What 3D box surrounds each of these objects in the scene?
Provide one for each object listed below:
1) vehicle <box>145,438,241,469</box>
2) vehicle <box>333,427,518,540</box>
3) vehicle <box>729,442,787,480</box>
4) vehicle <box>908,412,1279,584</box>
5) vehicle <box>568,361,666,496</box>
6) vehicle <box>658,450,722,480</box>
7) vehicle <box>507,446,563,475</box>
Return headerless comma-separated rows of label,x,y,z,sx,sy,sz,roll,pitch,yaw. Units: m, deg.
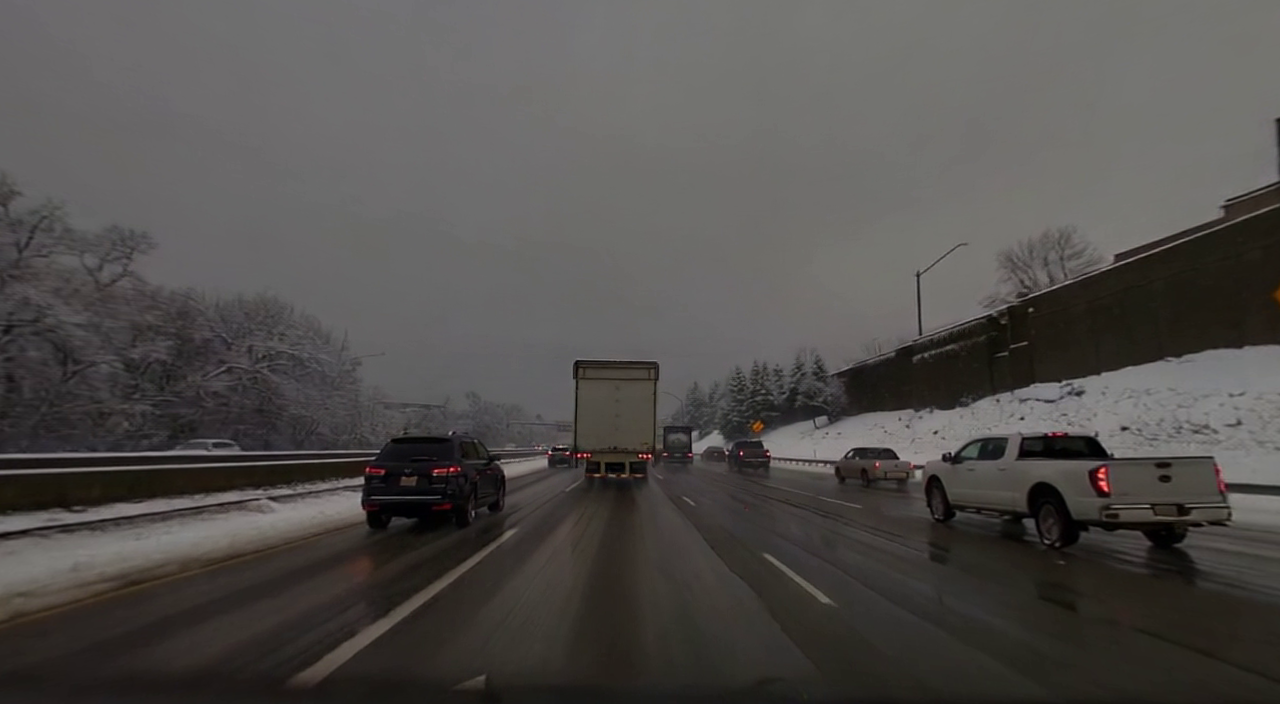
vehicle,-23.094,5.263,32.861,1.842,1.473,4.311,0,-9,0
vehicle,-3.574,2.255,11.456,1.946,1.641,4.105,0,-9,-1
vehicle,6.277,5.854,34.177,2.070,1.888,4.546,0,-9,-2
vehicle,6.118,1.866,9.021,2.188,1.731,5.031,0,-9,-2
vehicle,-0.728,3.090,24.466,2.906,4.040,10.743,0,-9,0
vehicle,2.665,6.461,36.807,3.009,1.501,8.887,0,-9,0
vehicle,-5.779,6.021,35.411,1.973,1.471,4.779,-1,-9,4
